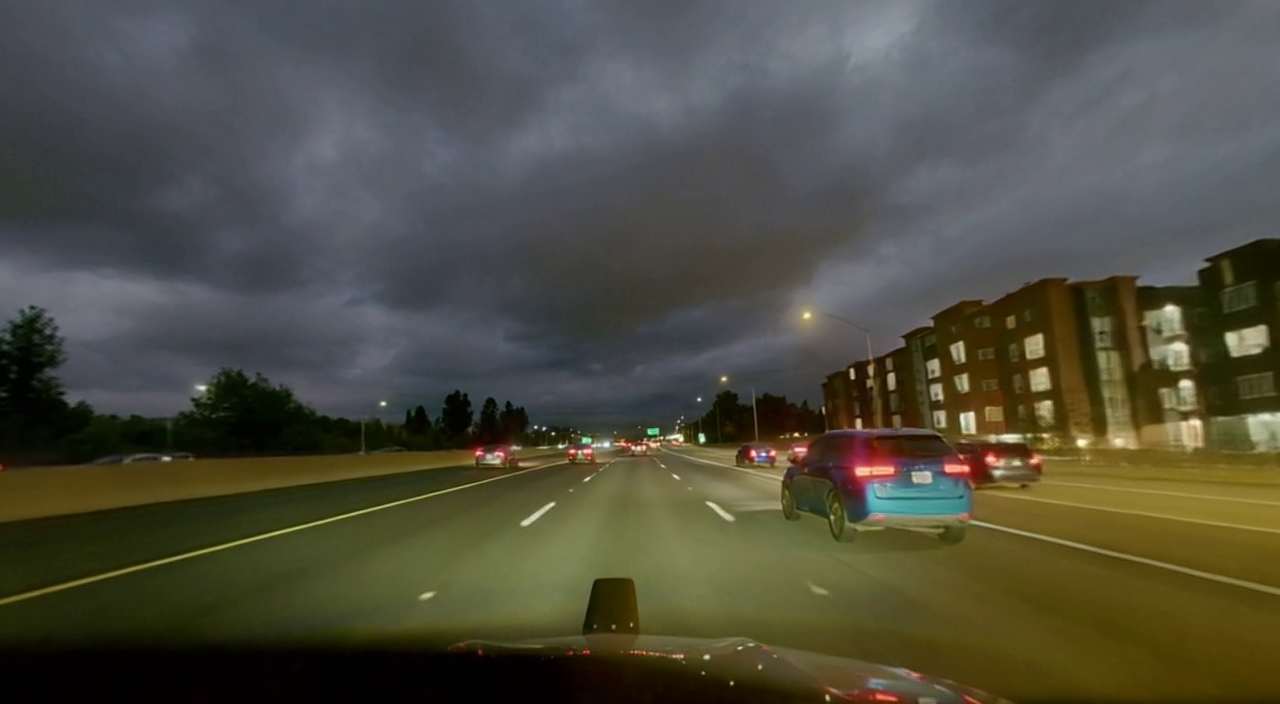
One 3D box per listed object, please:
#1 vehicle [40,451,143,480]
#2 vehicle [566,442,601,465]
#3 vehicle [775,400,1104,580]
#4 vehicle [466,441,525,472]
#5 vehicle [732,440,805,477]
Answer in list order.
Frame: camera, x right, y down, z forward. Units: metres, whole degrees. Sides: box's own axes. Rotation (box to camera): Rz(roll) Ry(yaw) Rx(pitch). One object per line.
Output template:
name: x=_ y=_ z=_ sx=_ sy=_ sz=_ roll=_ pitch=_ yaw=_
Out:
vehicle: x=-30.582 y=6.318 z=35.417 sx=1.787 sy=1.427 sz=4.405 roll=0 pitch=-9 yaw=0
vehicle: x=-3.818 y=6.925 z=43.181 sx=2.002 sy=1.466 sz=4.378 roll=0 pitch=-9 yaw=0
vehicle: x=3.332 y=1.632 z=8.236 sx=2.080 sy=1.694 sz=4.286 roll=0 pitch=-9 yaw=-1
vehicle: x=-7.560 y=5.491 z=33.482 sx=2.021 sy=1.496 sz=4.495 roll=0 pitch=-9 yaw=1
vehicle: x=5.412 y=4.543 z=27.252 sx=2.061 sy=1.459 sz=4.273 roll=0 pitch=-9 yaw=-3
